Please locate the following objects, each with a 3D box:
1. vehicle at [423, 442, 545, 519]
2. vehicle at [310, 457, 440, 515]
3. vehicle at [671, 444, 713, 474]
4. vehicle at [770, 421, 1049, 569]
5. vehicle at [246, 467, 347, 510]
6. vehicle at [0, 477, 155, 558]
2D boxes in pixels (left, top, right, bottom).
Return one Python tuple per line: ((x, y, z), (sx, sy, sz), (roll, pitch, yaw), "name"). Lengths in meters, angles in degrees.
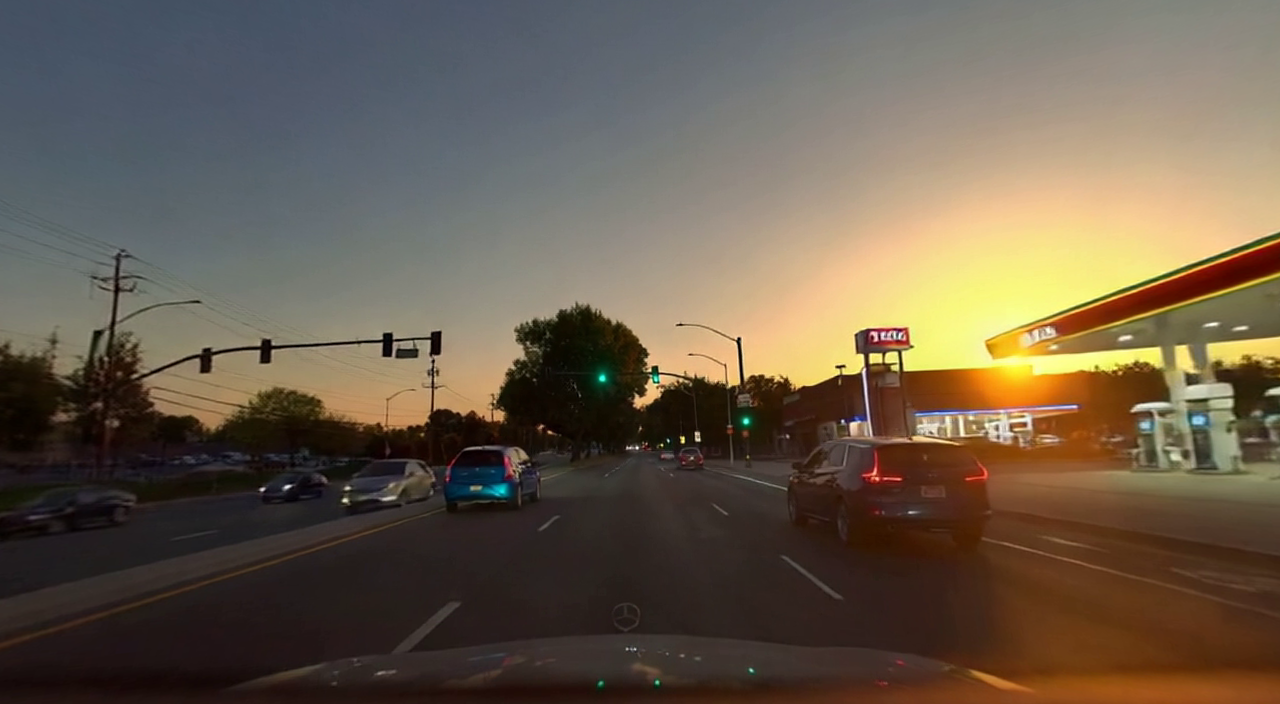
((-3.644, 3.058, 15.580), (1.935, 1.617, 4.045), (0, -9, 1), "vehicle")
((-8.101, 4.096, 19.861), (2.056, 1.519, 4.383), (-1, -9, 2), "vehicle")
((3.162, 6.643, 39.397), (2.066, 1.699, 4.419), (0, -9, -2), "vehicle")
((3.532, 1.962, 9.462), (2.085, 1.655, 4.459), (0, -9, -2), "vehicle")
((-14.199, 5.627, 26.409), (1.833, 1.476, 4.117), (-1, -9, 1), "vehicle")
((-14.280, 3.831, 15.035), (1.861, 1.472, 4.543), (0, -9, 0), "vehicle")
